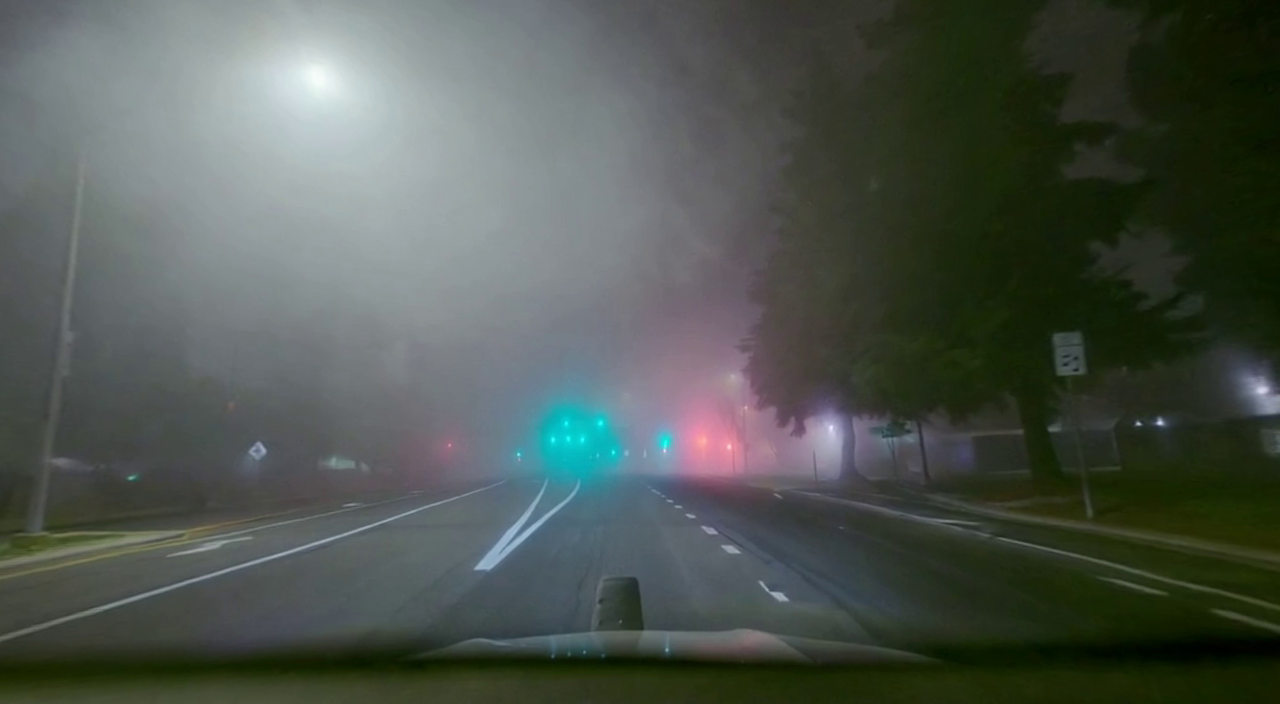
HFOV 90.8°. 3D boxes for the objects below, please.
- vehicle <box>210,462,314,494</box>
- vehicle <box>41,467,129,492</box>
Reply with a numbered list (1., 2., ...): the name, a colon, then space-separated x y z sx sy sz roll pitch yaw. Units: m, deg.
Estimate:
1. vehicle: -25.418 8.491 42.718 5.473 1.957 2.253 1 -9 -8
2. vehicle: -41.446 9.519 47.294 4.377 1.654 2.018 3 -9 -20
